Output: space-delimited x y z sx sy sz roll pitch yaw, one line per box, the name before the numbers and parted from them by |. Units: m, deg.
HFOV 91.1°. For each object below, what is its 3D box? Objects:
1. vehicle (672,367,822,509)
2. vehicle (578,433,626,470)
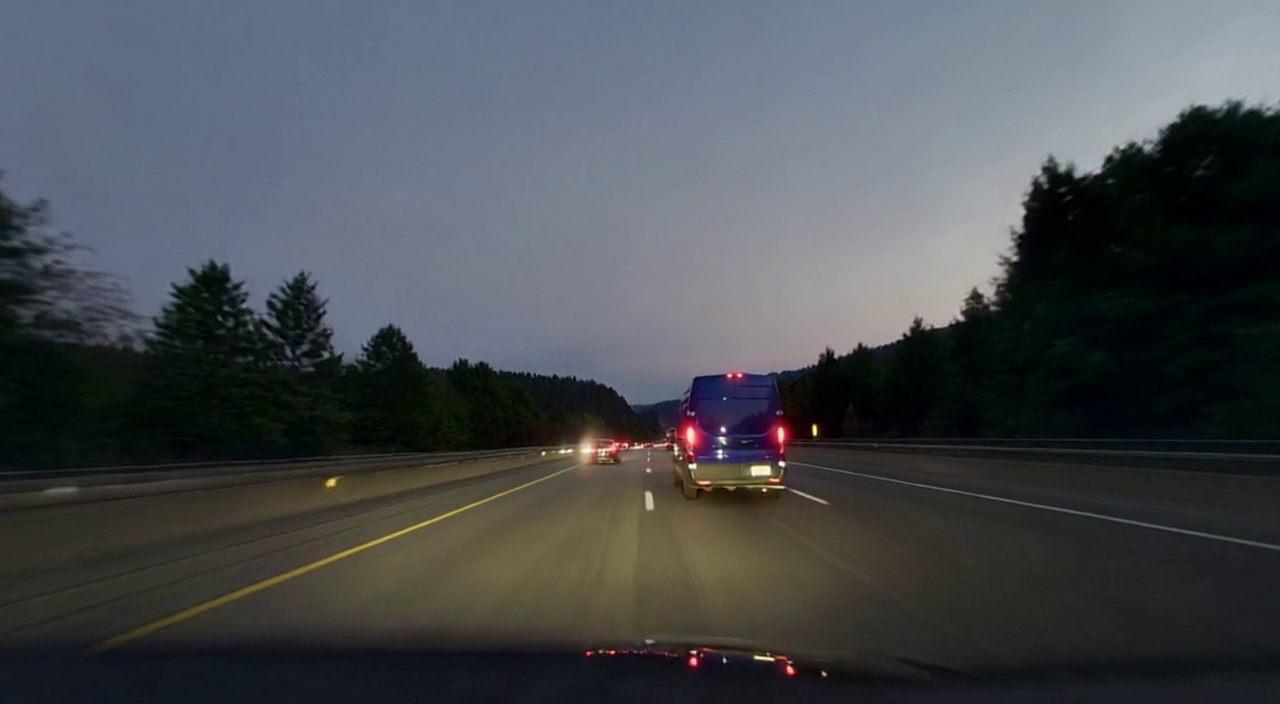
vehicle | 2.128 2.053 15.164 2.416 2.595 7.243 0 -8 1
vehicle | -1.627 4.454 28.352 1.900 1.524 4.324 0 -8 0
